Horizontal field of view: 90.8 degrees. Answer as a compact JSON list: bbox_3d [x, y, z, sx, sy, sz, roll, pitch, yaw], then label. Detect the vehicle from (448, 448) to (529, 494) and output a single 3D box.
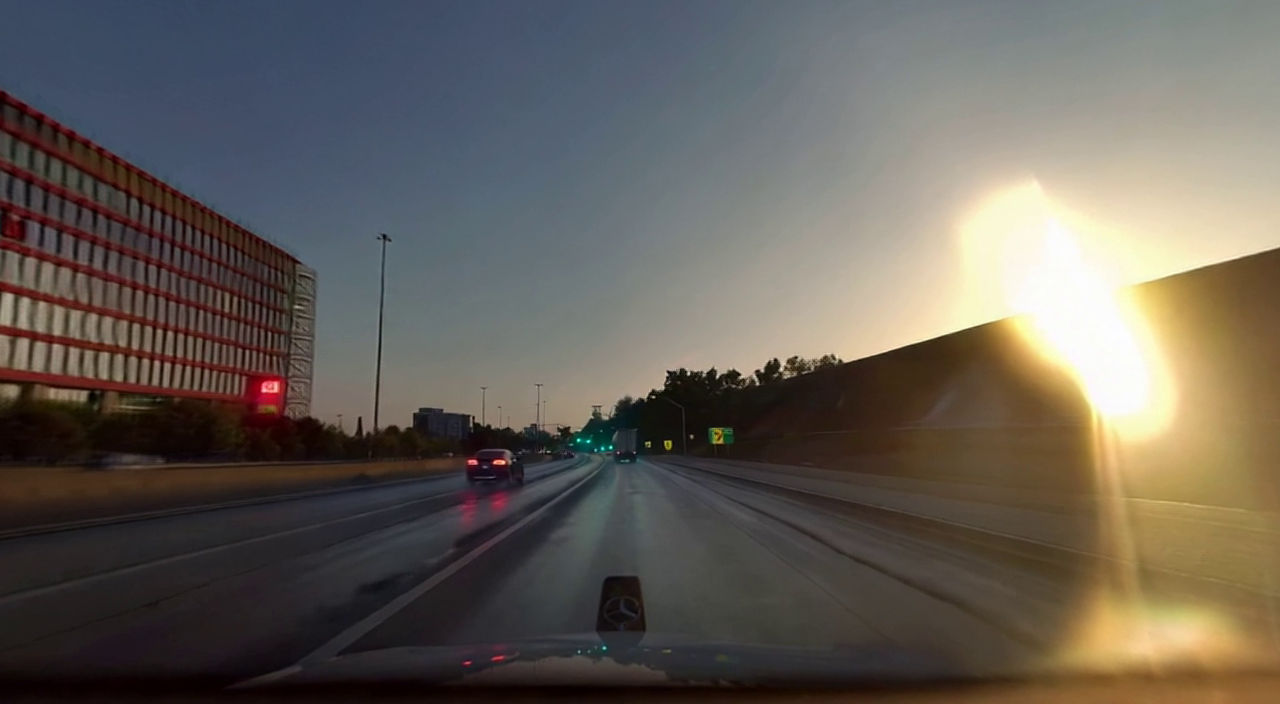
[{"bbox_3d":[-5.494,4.326,23.388,1.943,1.510,4.201,0,-9,0],"label":"vehicle"}]
